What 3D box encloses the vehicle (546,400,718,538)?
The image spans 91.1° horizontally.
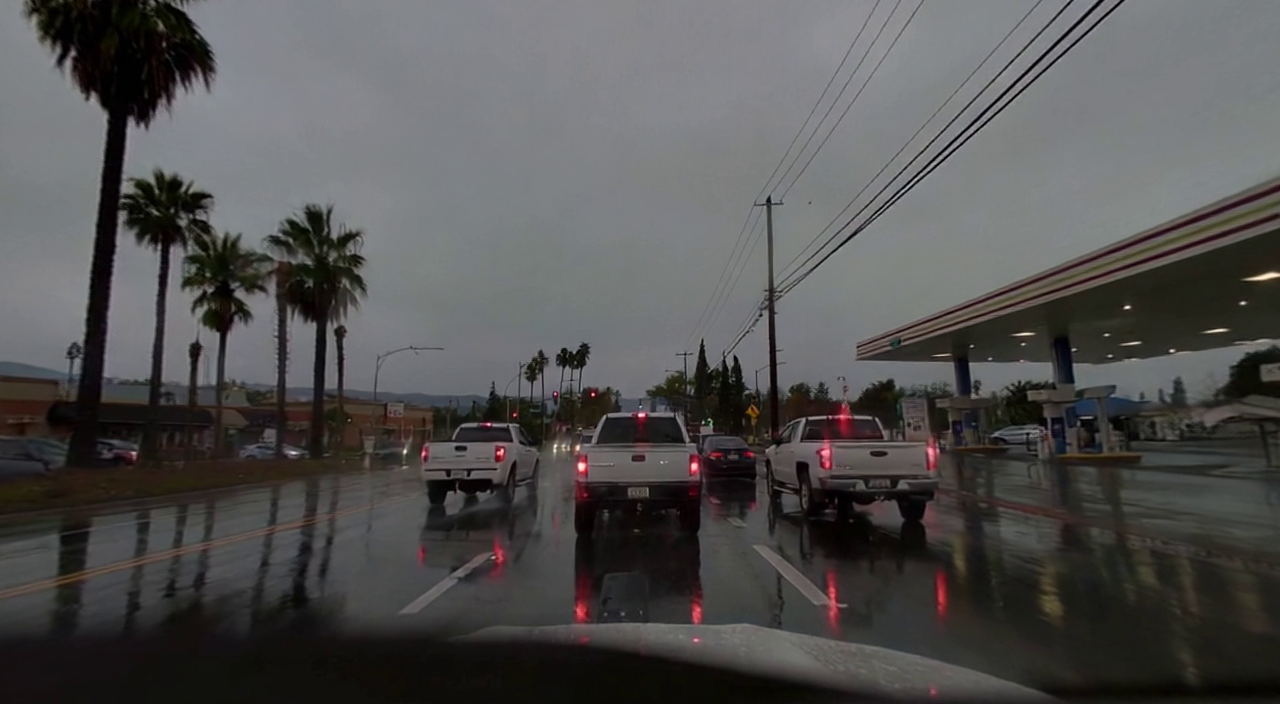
[{"bbox_3d":[-0.054,1.971,11.225,2.295,1.835,5.471,0,-8,1],"label":"vehicle"}]

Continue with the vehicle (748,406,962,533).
[{"bbox_3d":[3.611,2.114,11.958,2.120,1.828,5.531,0,-8,0],"label":"vehicle"}]

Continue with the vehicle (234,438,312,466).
[{"bbox_3d":[-29.001,7.931,49.981,2.543,2.092,6.613,1,-8,-4],"label":"vehicle"}]

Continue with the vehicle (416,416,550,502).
[{"bbox_3d":[-3.683,2.624,15.756,2.071,1.811,4.605,0,-8,1],"label":"vehicle"}]
